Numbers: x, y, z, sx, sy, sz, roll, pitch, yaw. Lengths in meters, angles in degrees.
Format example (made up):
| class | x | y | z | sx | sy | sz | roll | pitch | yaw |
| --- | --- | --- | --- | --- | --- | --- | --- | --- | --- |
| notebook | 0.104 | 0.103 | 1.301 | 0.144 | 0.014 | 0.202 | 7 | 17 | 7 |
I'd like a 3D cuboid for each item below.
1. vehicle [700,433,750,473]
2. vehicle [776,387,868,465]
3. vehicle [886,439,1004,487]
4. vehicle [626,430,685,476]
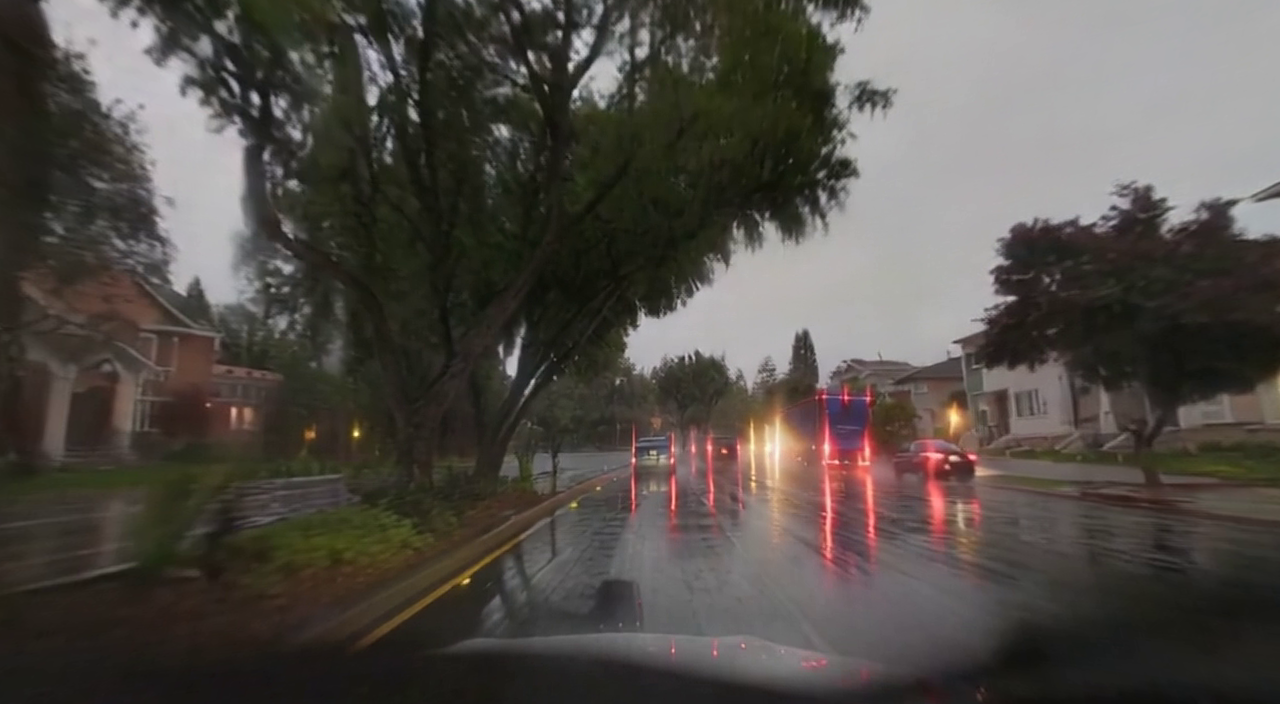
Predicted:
| class | x | y | z | sx | sy | sz | roll | pitch | yaw |
| --- | --- | --- | --- | --- | --- | --- | --- | --- | --- |
| vehicle | 4.148 | 4.996 | 31.473 | 2.033 | 1.823 | 4.409 | 0 | -9 | 2 |
| vehicle | 12.172 | 5.509 | 44.480 | 2.854 | 4.374 | 17.734 | -1 | -9 | 5 |
| vehicle | 10.576 | 3.873 | 22.401 | 1.901 | 1.496 | 4.948 | 0 | -9 | 3 |
| vehicle | 0.735 | 4.458 | 27.992 | 2.345 | 1.841 | 5.032 | 0 | -9 | 3 |
